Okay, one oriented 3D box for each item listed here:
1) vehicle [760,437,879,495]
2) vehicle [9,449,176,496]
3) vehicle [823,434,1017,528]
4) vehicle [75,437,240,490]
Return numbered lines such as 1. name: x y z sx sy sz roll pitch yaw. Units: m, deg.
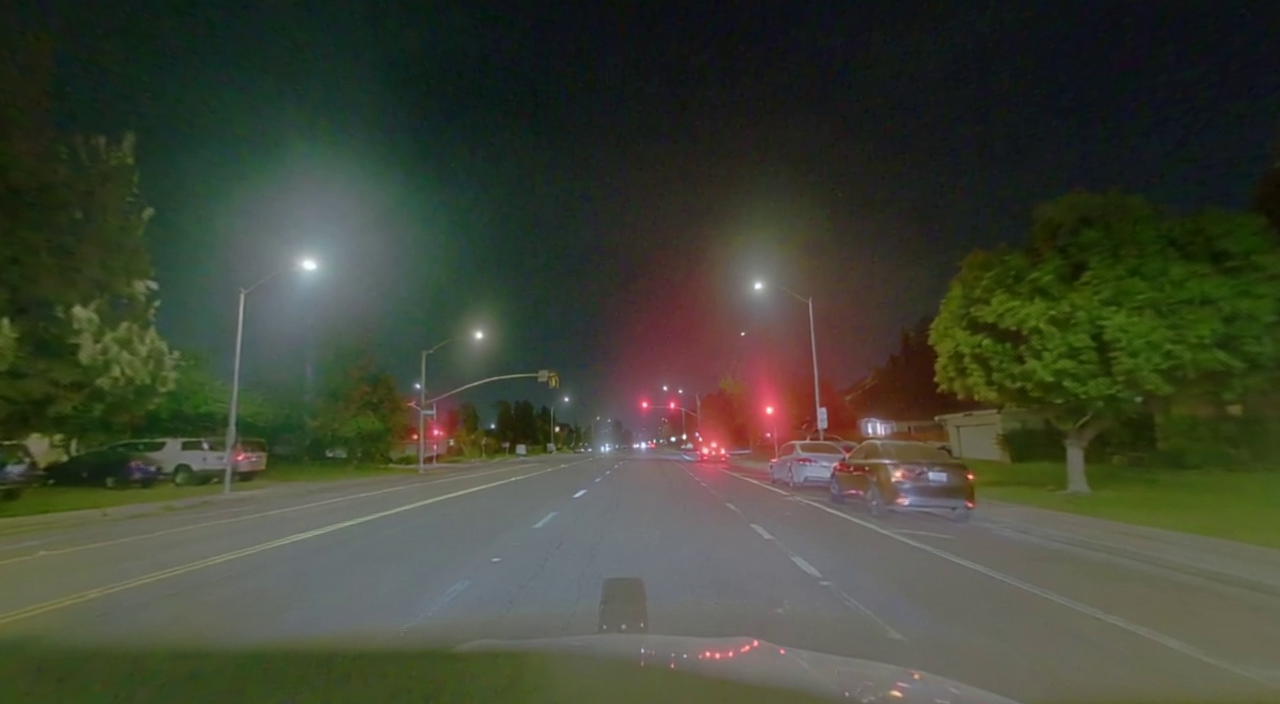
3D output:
1. vehicle: 5.234 3.375 19.158 1.997 1.521 4.747 0 -9 -3
2. vehicle: -19.325 4.254 22.406 4.145 1.555 1.901 0 -8 1
3. vehicle: 5.116 2.393 12.262 1.895 1.487 4.176 0 -9 1
4. vehicle: -19.525 4.509 25.666 4.852 2.017 2.342 -1 -9 4
